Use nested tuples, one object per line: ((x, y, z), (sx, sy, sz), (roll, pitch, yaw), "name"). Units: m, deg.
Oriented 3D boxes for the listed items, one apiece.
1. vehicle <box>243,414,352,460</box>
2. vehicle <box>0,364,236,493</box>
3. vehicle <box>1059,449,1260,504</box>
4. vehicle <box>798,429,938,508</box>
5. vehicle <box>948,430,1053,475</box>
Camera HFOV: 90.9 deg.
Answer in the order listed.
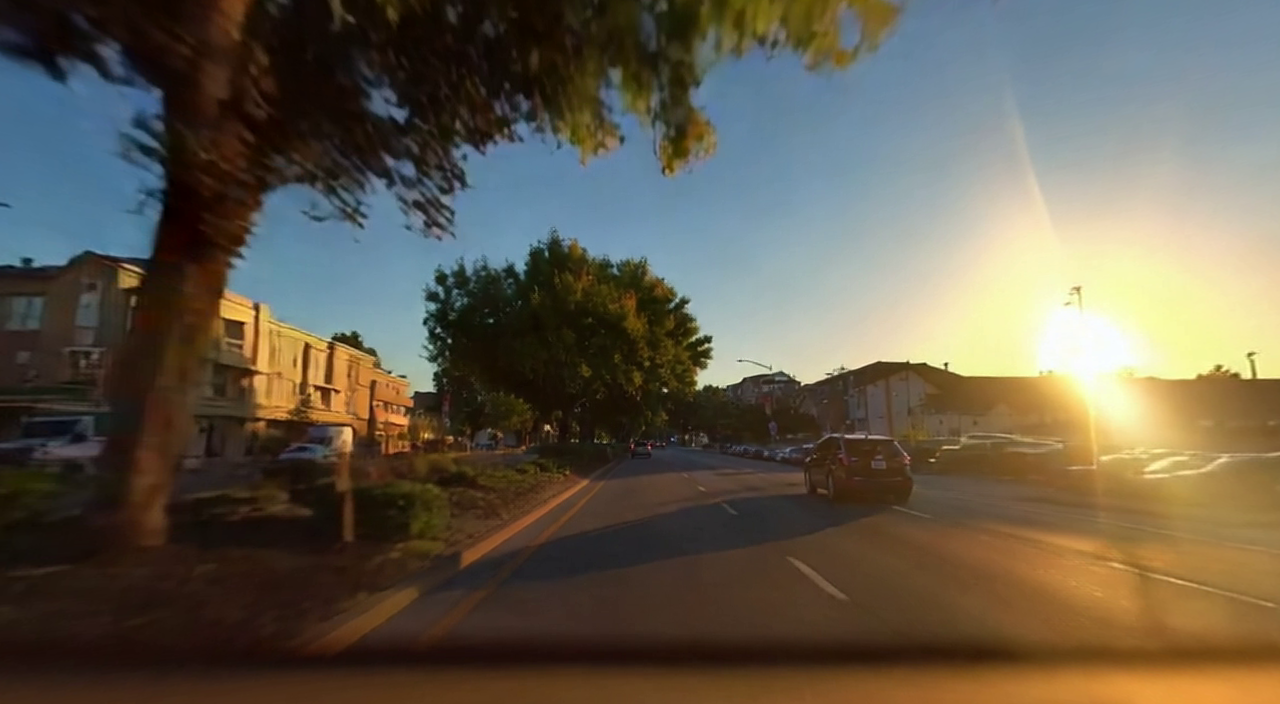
((-25.805, 6.439, 47.797), (6.540, 3.375, 2.751), (0, -8, 0), "vehicle")
((-18.826, 2.812, 22.567), (3.086, 3.767, 8.298), (0, -8, 0), "vehicle")
((17.185, 4.065, 21.095), (1.924, 1.561, 4.849), (8, -11, -42), "vehicle")
((5.340, 2.762, 15.392), (2.072, 1.669, 3.836), (0, -8, 2), "vehicle")
((17.275, 4.775, 30.116), (5.554, 1.937, 2.486), (7, -11, -40), "vehicle")
